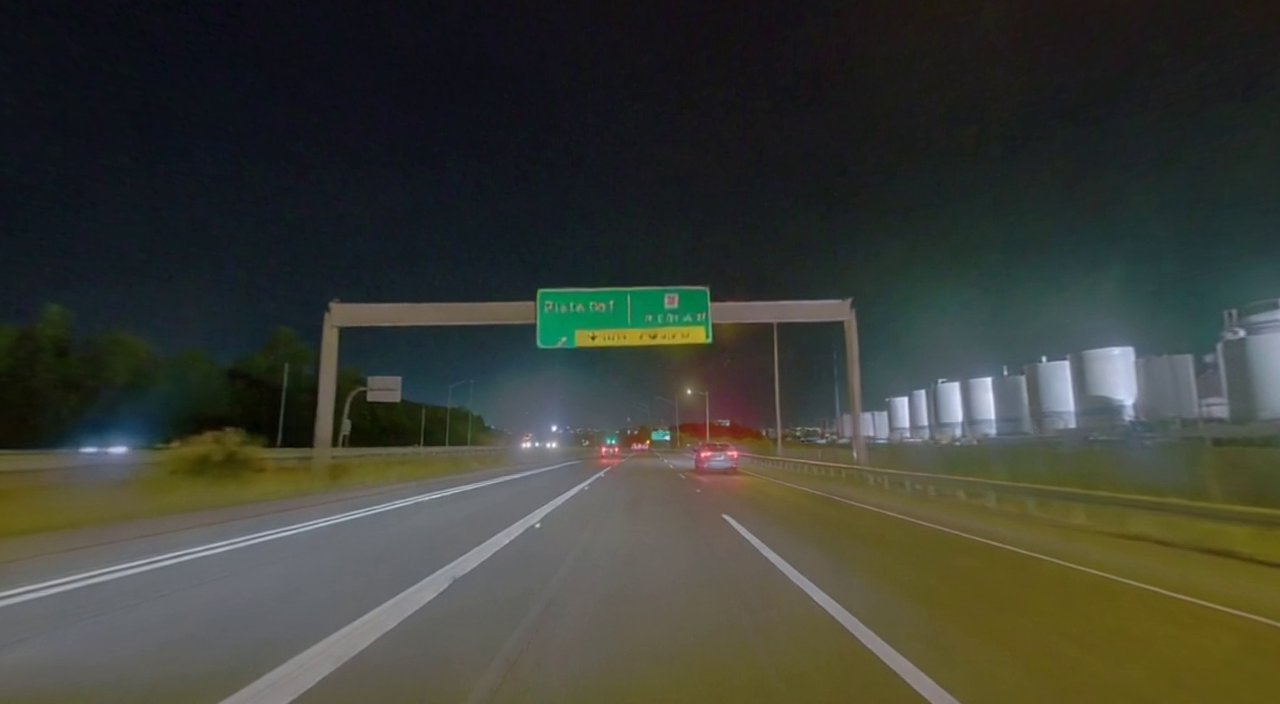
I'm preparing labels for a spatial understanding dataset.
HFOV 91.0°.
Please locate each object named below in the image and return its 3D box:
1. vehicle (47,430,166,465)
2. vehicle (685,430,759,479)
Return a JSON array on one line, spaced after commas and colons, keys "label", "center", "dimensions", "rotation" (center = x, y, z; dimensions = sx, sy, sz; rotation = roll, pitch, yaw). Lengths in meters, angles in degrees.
[{"label": "vehicle", "center": [-24.911, 4.493, 29.594], "dimensions": [1.784, 1.498, 3.962], "rotation": [-1, -9, 7]}, {"label": "vehicle", "center": [3.178, 4.143, 25.681], "dimensions": [2.296, 1.790, 5.067], "rotation": [0, -8, -1]}]
